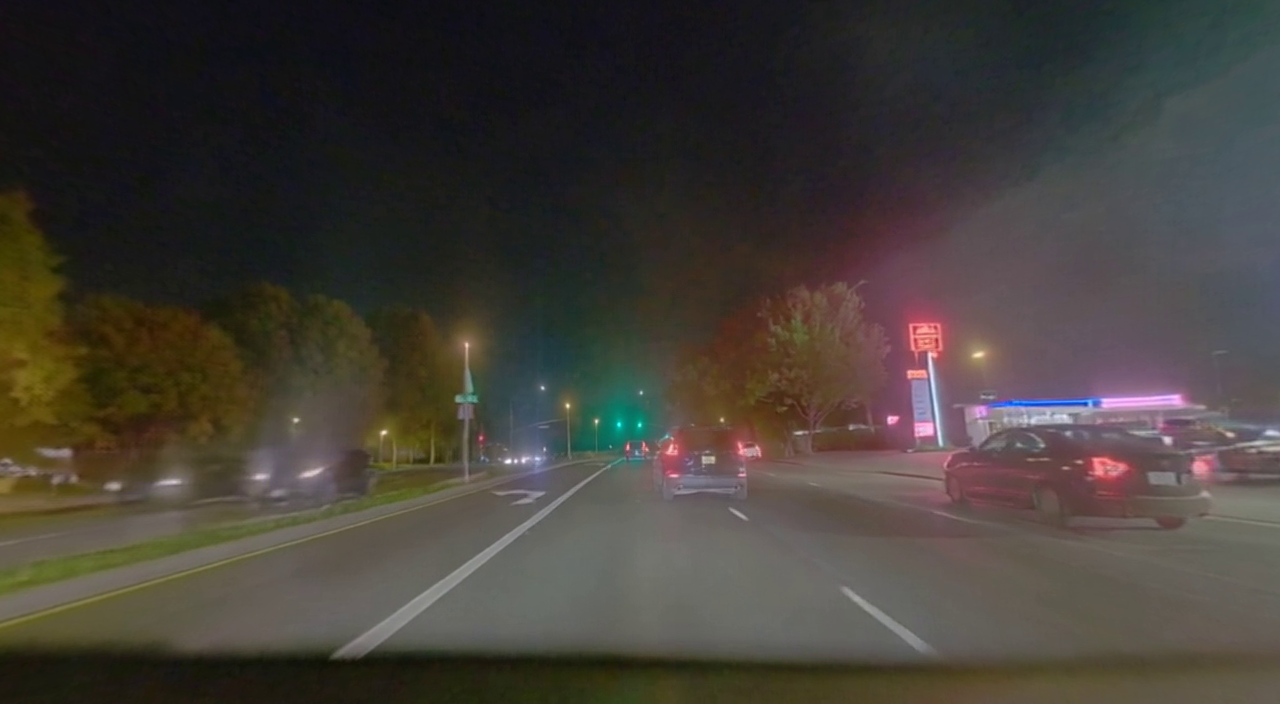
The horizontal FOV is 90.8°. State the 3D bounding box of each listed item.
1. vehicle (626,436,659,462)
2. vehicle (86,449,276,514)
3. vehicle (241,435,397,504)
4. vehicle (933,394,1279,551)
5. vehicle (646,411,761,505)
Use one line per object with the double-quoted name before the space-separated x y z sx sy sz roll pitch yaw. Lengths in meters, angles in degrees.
"vehicle" 0.159 6.532 42.653 2.101 1.707 3.904 0 -8 -1
"vehicle" -12.193 3.422 17.242 1.868 1.496 4.390 0 -8 0
"vehicle" -8.864 3.256 18.007 2.044 1.695 4.503 0 -8 0
"vehicle" 6.659 1.713 9.618 2.025 1.765 4.729 0 -8 -1
"vehicle" 1.331 2.526 15.451 2.038 1.917 4.900 0 -8 -3
